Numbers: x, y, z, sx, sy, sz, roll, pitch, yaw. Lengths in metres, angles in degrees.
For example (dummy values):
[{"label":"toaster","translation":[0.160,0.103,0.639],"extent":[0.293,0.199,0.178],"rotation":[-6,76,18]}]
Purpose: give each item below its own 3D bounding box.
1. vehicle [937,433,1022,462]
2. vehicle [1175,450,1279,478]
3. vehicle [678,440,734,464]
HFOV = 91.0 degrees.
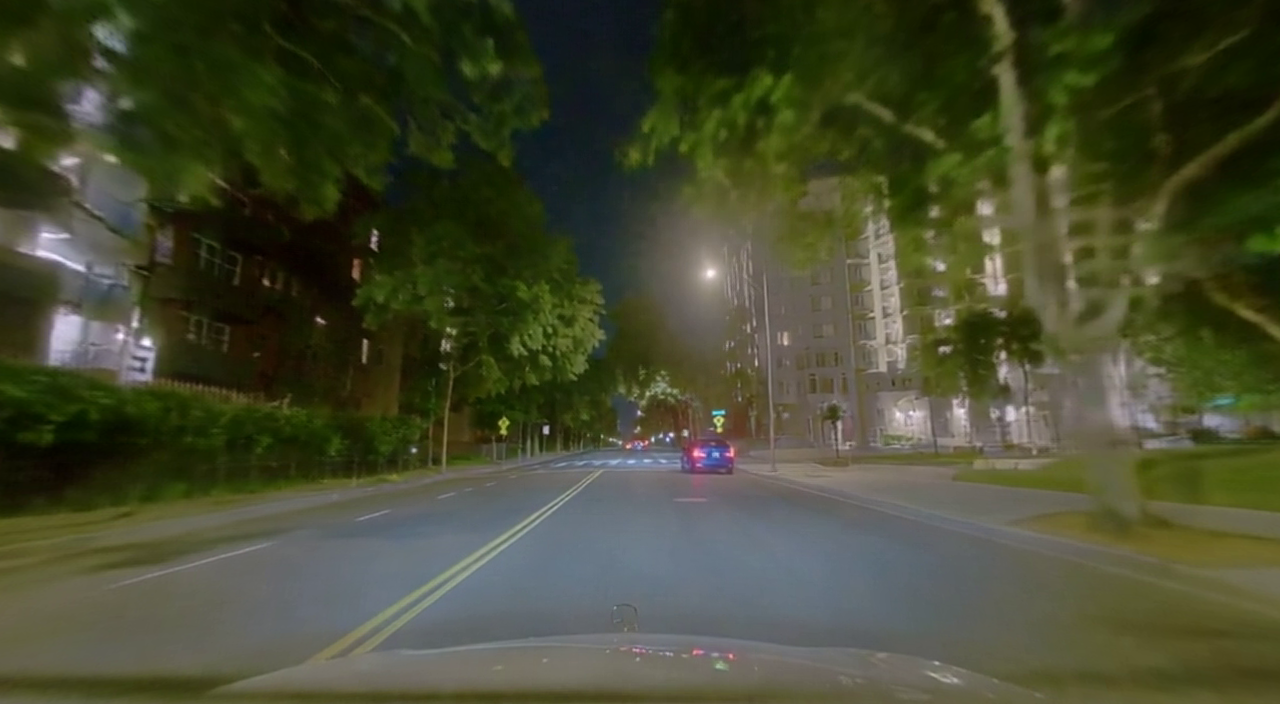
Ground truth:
[{"label":"vehicle","translation":[23.941,6.766,44.535],"extent":[4.676,1.775,2.085],"rotation":[-2,-9,2]},{"label":"vehicle","translation":[33.328,6.322,35.572],"extent":[4.305,1.464,1.875],"rotation":[0,-8,1]},{"label":"vehicle","translation":[4.818,7.381,46.518],"extent":[1.981,1.703,3.691],"rotation":[8,-12,-43]}]
